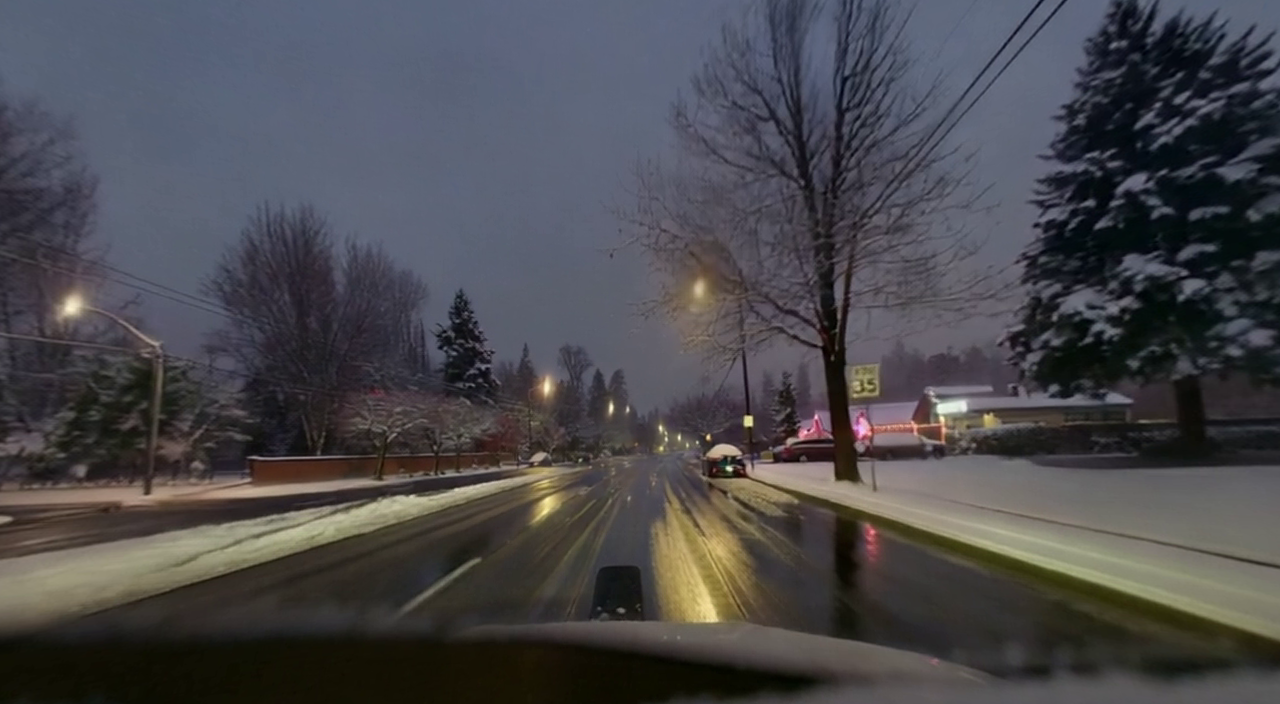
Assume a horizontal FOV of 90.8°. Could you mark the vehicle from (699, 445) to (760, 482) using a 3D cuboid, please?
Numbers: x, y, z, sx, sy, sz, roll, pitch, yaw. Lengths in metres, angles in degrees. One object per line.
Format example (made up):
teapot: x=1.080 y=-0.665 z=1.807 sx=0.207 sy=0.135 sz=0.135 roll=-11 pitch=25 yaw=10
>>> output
vehicle: x=3.948 y=4.990 z=28.675 sx=2.080 sy=1.503 sz=4.821 roll=0 pitch=-9 yaw=1

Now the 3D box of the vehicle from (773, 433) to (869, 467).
vehicle: x=11.322 y=6.164 z=39.803 sx=5.369 sy=1.860 sz=2.163 roll=-3 pitch=-9 yaw=5

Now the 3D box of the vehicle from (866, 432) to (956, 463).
vehicle: x=15.578 y=5.498 z=36.527 sx=4.290 sy=1.717 sz=2.013 roll=-1 pitch=-9 yaw=7
